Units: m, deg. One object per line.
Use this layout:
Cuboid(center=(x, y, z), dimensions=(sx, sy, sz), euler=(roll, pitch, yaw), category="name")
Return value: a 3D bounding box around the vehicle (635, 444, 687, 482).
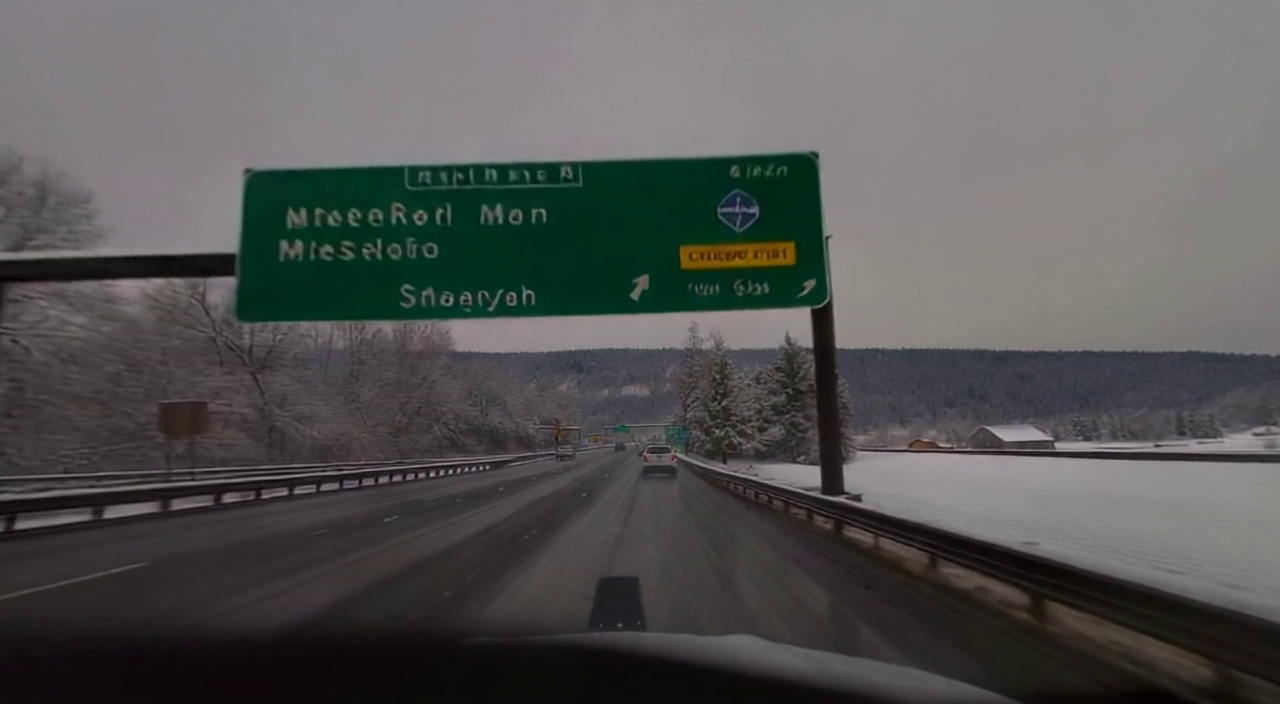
Cuboid(center=(0.857, 4.637, 26.559), dimensions=(2.019, 1.475, 4.301), euler=(0, -9, 1), category="vehicle")
